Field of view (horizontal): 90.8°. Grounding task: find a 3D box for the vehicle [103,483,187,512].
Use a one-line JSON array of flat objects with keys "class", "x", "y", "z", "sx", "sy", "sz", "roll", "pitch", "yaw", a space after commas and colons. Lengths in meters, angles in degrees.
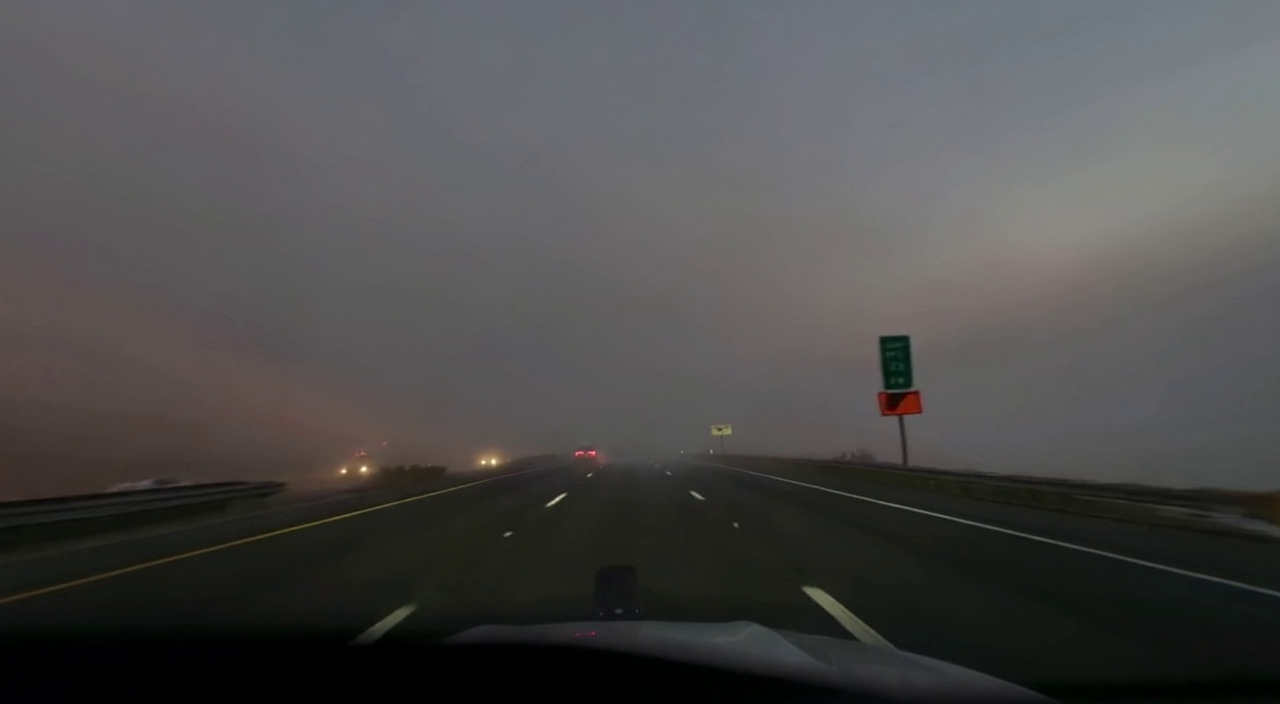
[{"class": "vehicle", "x": -33.493, "y": 9.827, "z": 42.899, "sx": 1.878, "sy": 1.527, "sz": 4.770, "roll": 0, "pitch": -8, "yaw": -1}]
